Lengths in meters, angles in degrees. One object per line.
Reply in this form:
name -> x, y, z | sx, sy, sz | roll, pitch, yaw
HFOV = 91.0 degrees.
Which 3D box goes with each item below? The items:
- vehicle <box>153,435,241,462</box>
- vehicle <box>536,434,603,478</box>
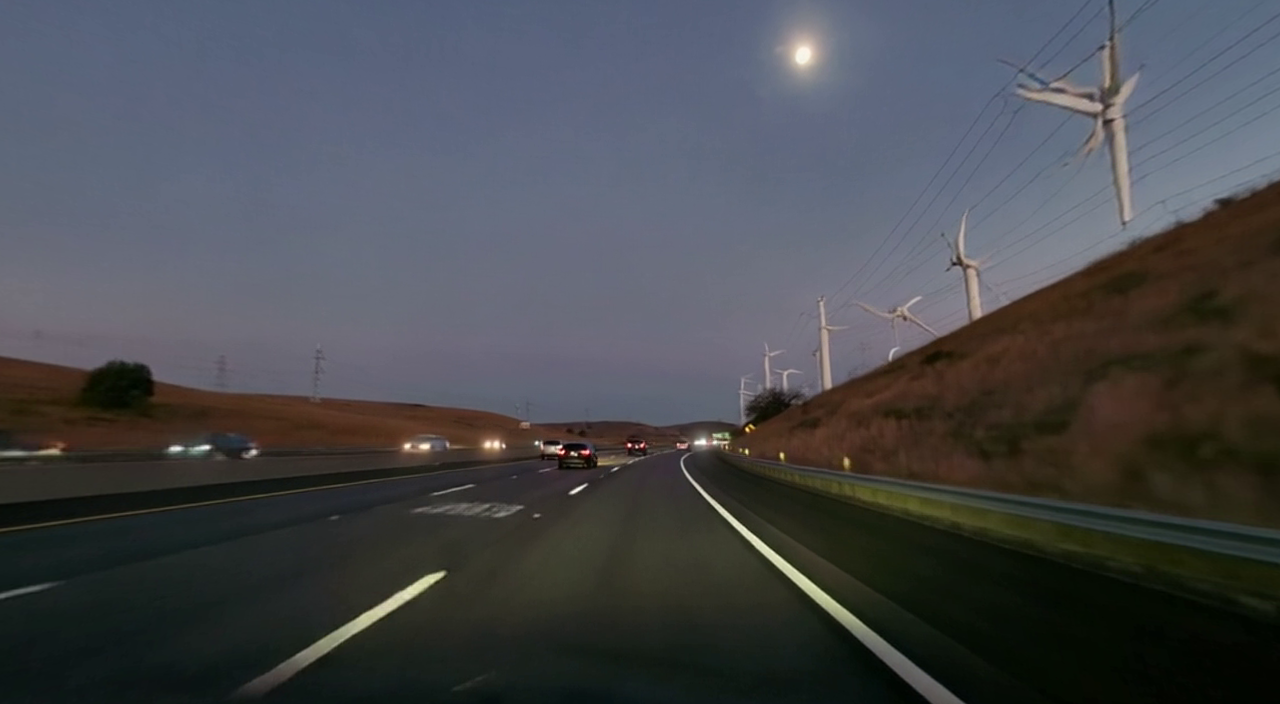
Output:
vehicle -> -27.671, 6.053, 39.566 | 1.944, 1.557, 4.708 | 0, -9, 3
vehicle -> -2.881, 4.377, 26.747 | 2.118, 1.702, 4.355 | 0, -9, 3
